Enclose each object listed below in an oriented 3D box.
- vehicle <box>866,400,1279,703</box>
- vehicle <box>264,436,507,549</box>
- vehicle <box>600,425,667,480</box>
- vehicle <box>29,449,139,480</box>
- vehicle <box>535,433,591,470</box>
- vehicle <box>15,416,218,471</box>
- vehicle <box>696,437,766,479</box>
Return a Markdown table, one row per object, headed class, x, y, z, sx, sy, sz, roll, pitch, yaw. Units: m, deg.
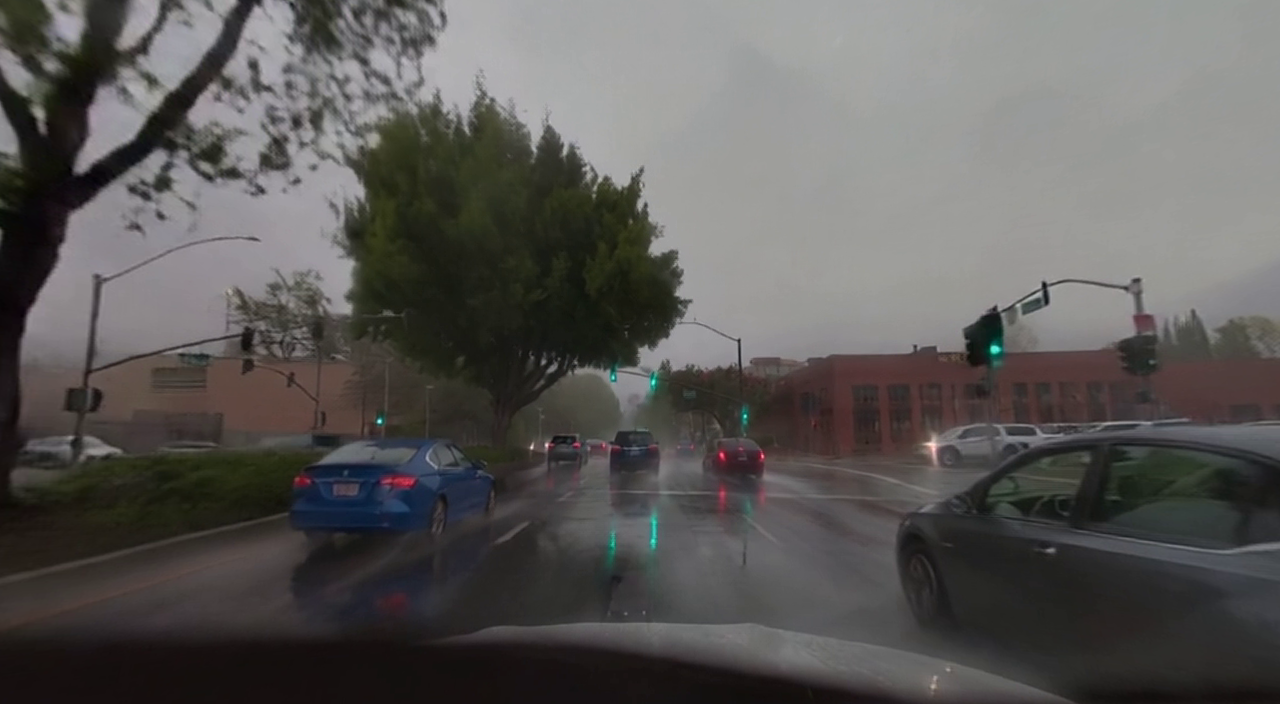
| class | x | y | z | sx | sy | sz | roll | pitch | yaw |
| --- | --- | --- | --- | --- | --- | --- | --- | --- | --- |
| vehicle | 3.071 | 1.089 | 3.401 | 2.052 | 1.475 | 4.540 | 0 | -8 | 0 |
| vehicle | -3.604 | 2.015 | 9.869 | 2.115 | 1.369 | 3.908 | 0 | -8 | 1 |
| vehicle | -0.243 | 3.865 | 24.589 | 2.361 | 1.898 | 4.465 | 0 | -8 | 0 |
| vehicle | -30.072 | 6.055 | 34.117 | 4.488 | 1.445 | 2.098 | -1 | -8 | 12 |
| vehicle | -3.638 | 4.780 | 30.530 | 2.130 | 1.645 | 3.995 | 0 | -8 | 1 |
| vehicle | -35.019 | 6.056 | 42.232 | 12.467 | 3.385 | 3.314 | -1 | -8 | 13 |
| vehicle | 3.475 | 4.134 | 24.930 | 2.058 | 1.472 | 4.317 | 1 | -8 | -1 |
